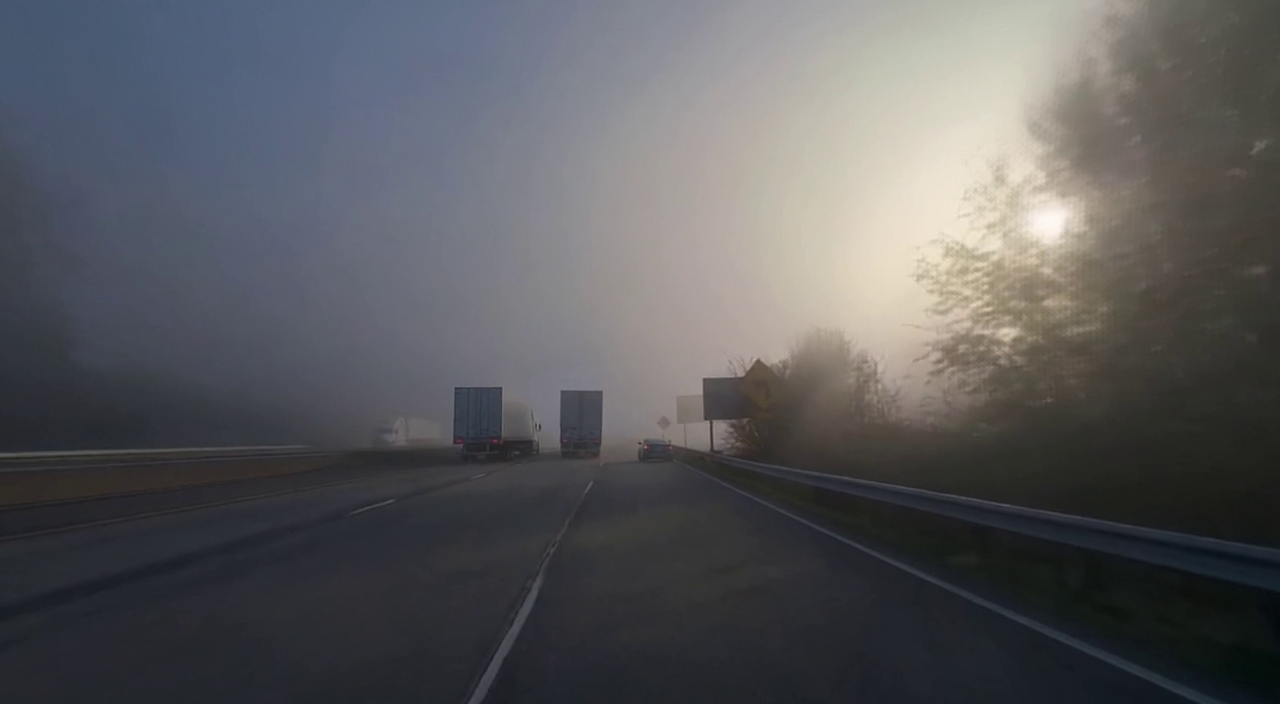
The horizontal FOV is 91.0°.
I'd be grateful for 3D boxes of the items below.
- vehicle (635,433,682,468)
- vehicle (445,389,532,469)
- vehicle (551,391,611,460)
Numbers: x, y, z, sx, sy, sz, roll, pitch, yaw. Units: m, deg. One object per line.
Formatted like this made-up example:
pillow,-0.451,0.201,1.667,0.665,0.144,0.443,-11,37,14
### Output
vehicle,0.778,4.544,29.203,1.891,1.477,3.599,0,-8,-3
vehicle,-7.120,3.798,30.646,2.728,3.405,7.096,0,-8,-2
vehicle,-3.884,5.514,45.725,3.475,4.037,17.454,0,-8,-3
